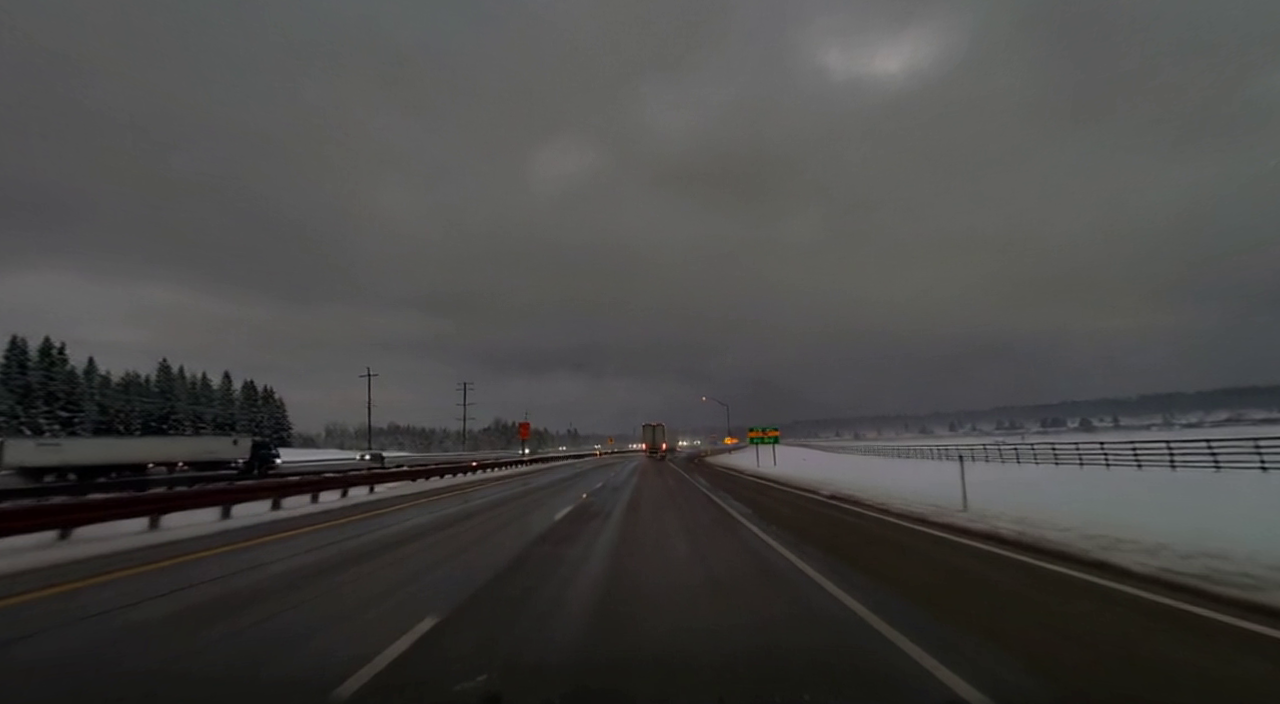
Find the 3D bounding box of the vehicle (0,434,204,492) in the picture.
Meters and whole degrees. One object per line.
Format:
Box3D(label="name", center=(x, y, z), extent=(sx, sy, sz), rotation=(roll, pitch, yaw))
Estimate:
Box3D(label="vehicle", center=(-42.424, 8.466, 48.655), extent=(3.082, 3.896, 14.770), rotation=(-4, -10, 22))
